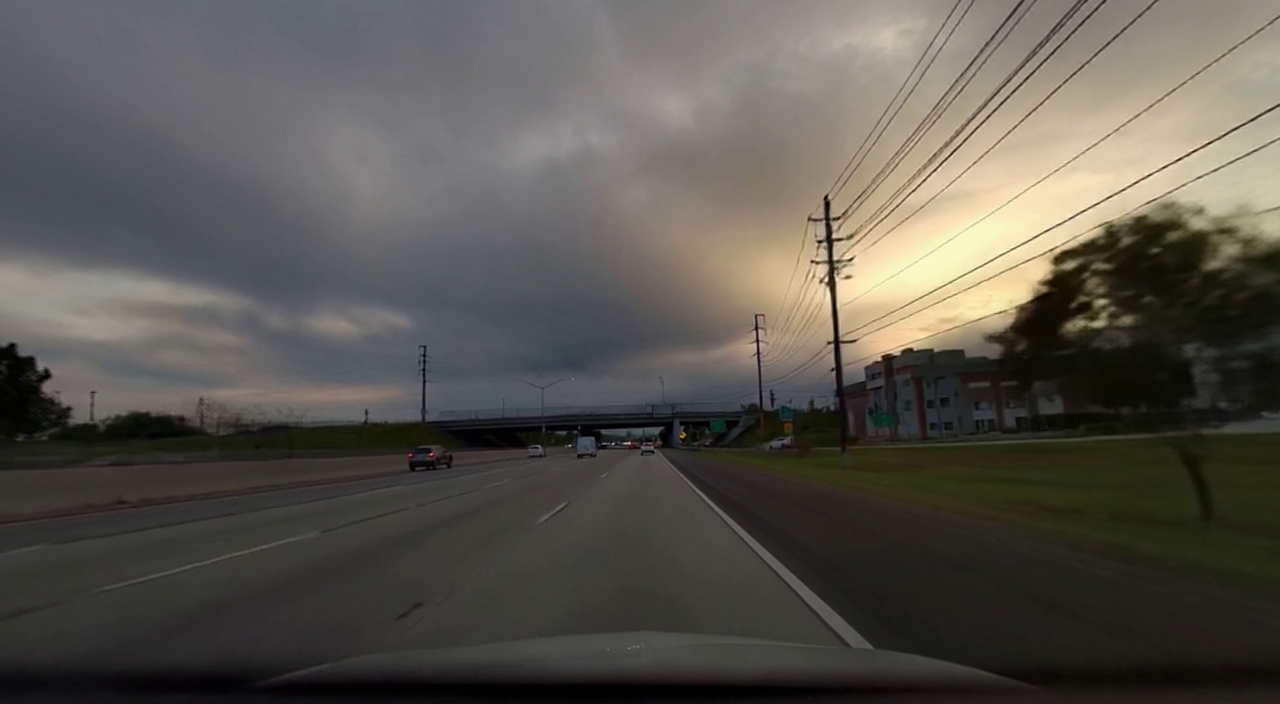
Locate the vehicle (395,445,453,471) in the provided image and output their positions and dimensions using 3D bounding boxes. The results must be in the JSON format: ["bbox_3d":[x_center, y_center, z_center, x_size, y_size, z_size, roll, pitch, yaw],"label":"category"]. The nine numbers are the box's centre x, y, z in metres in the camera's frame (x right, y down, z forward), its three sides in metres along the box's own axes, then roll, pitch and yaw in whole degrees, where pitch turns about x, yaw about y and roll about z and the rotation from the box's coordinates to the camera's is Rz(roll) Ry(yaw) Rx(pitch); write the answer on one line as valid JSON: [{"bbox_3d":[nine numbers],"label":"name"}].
[{"bbox_3d":[-13.683,6.719,40.231,1.988,1.477,4.442,0,-8,1],"label":"vehicle"}]
